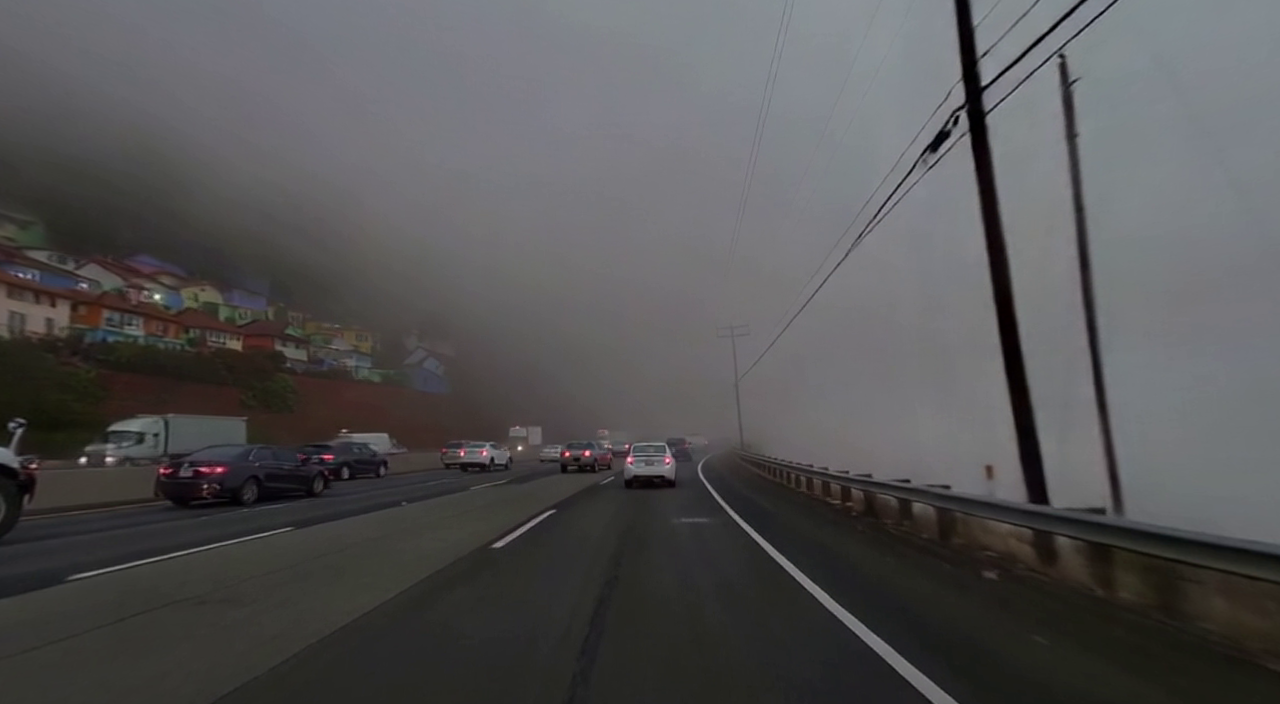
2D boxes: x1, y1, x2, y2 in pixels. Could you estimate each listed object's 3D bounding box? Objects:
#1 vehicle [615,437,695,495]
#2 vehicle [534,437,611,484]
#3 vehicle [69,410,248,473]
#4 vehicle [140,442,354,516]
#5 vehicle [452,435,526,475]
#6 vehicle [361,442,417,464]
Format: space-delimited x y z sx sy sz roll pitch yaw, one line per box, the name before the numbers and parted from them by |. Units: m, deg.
vehicle | 0.532 3.292 18.566 2.109 1.495 3.935 -1 -8 4
vehicle | -2.528 4.222 24.858 2.121 1.639 4.383 -1 -8 6
vehicle | -28.034 5.345 37.521 2.962 3.232 9.077 -1 -8 4
vehicle | -8.994 2.900 15.030 1.959 1.469 4.450 -1 -8 5
vehicle | -7.439 5.115 31.518 2.080 1.833 4.461 -1 -8 7
vehicle | -18.737 7.537 47.255 1.902 1.536 4.561 -1 -8 6
